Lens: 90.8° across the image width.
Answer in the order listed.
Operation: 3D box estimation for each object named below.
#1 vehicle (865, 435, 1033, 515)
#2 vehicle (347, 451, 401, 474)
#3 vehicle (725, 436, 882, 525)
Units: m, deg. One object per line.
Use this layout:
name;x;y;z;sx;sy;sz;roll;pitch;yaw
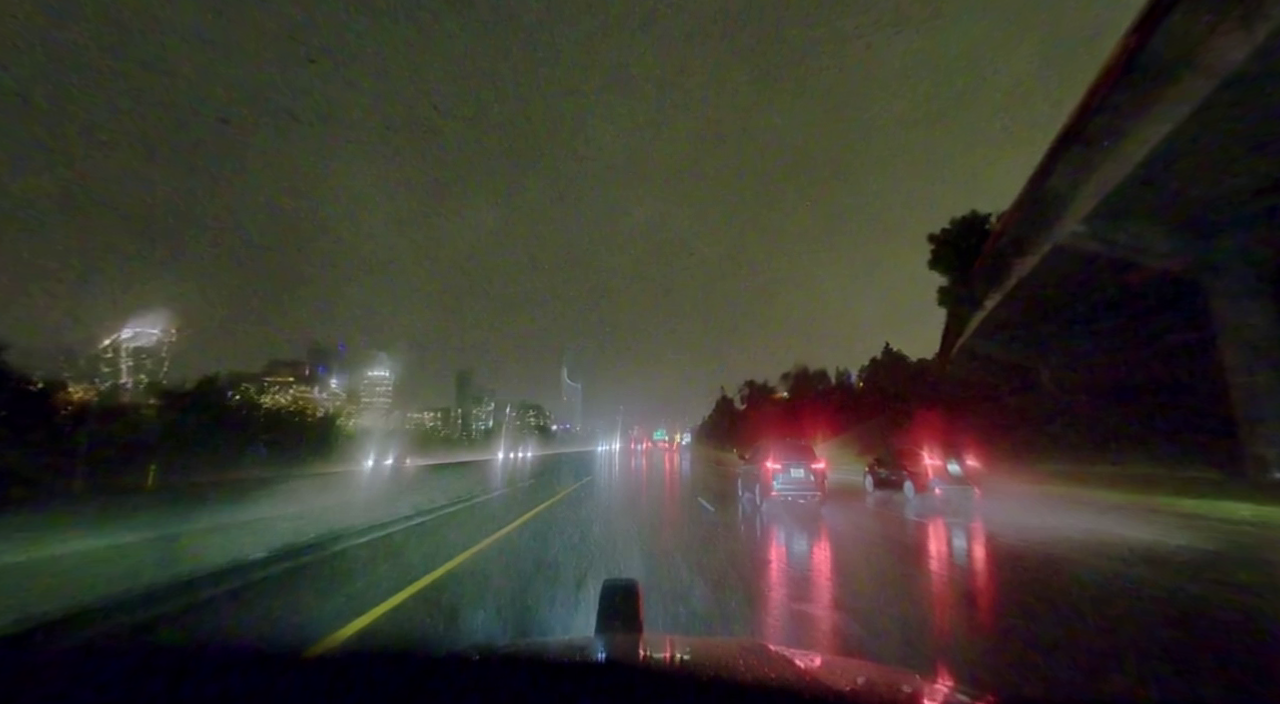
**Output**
vehicle;6.931;2.762;14.698;1.856;1.592;3.920;0;-8;-1
vehicle;-20.569;8.578;49.048;2.063;1.627;4.508;-1;-8;3
vehicle;3.159;2.590;13.357;1.982;1.533;4.612;0;-8;-1
